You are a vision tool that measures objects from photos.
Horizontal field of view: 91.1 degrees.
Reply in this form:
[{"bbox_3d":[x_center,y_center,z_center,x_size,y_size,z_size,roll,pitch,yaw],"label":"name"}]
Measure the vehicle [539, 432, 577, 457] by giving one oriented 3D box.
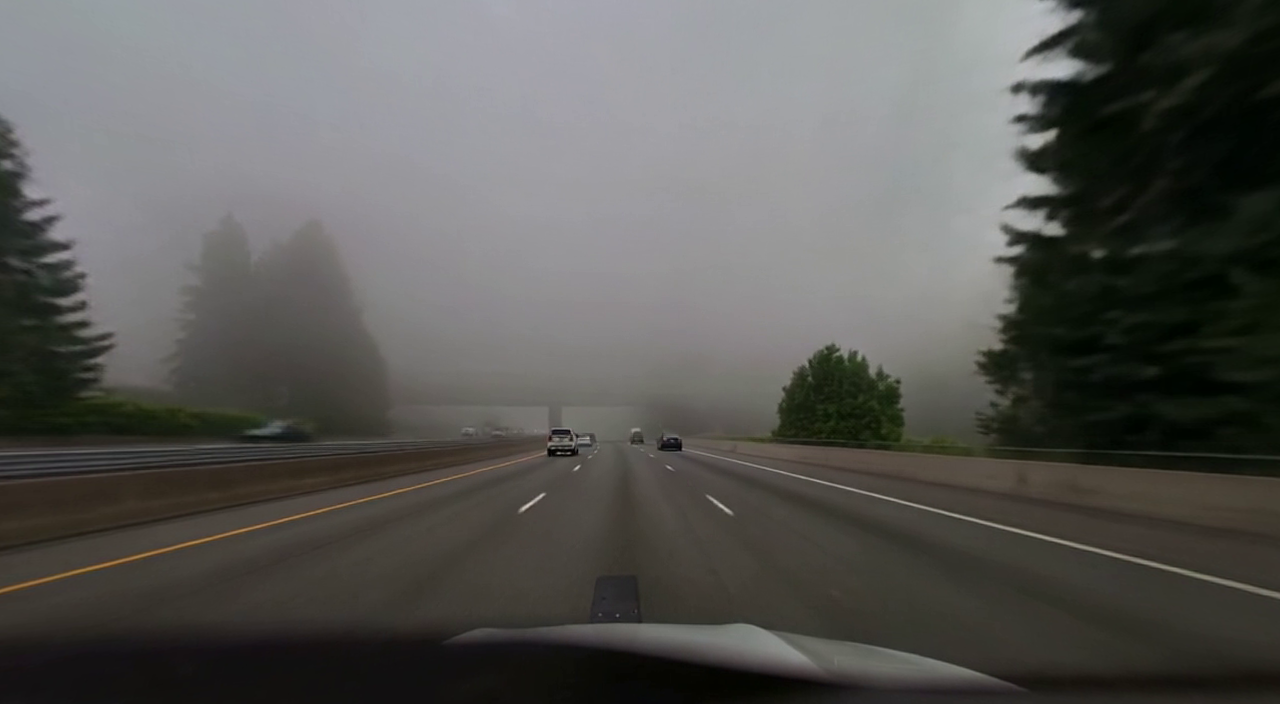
[{"bbox_3d":[-4.941,5.629,38.380,1.966,1.460,3.519,0,-8,-2],"label":"vehicle"}]
